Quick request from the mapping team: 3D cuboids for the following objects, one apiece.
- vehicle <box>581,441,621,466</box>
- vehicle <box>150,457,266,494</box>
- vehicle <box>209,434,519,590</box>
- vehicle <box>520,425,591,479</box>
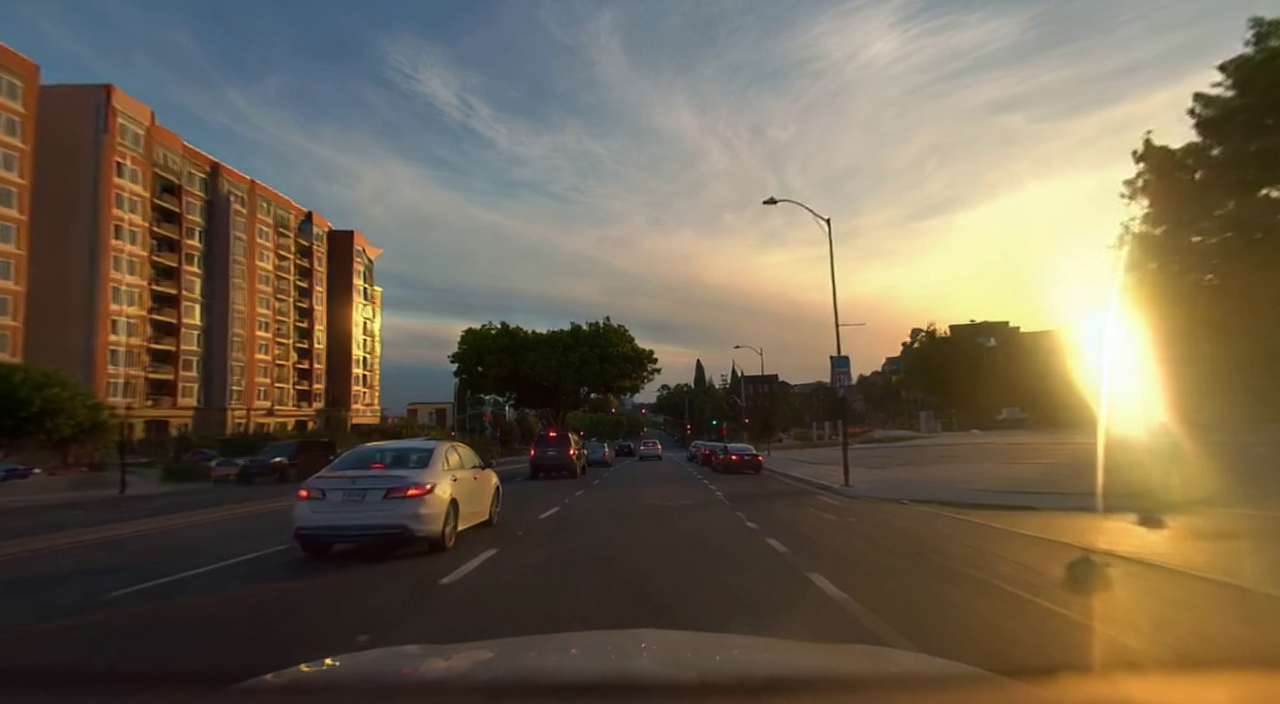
[{"bbox_3d":[-2.456,6.542,40.801,2.246,1.481,4.146,-1,-9,1],"label":"vehicle"},{"bbox_3d":[-19.618,5.615,28.948,1.878,1.472,4.736,-1,-9,1],"label":"vehicle"},{"bbox_3d":[-2.962,1.804,8.005,1.959,1.406,4.272,0,-9,1],"label":"vehicle"},{"bbox_3d":[-3.296,4.050,25.661,2.152,1.987,4.527,-1,-9,1],"label":"vehicle"}]
